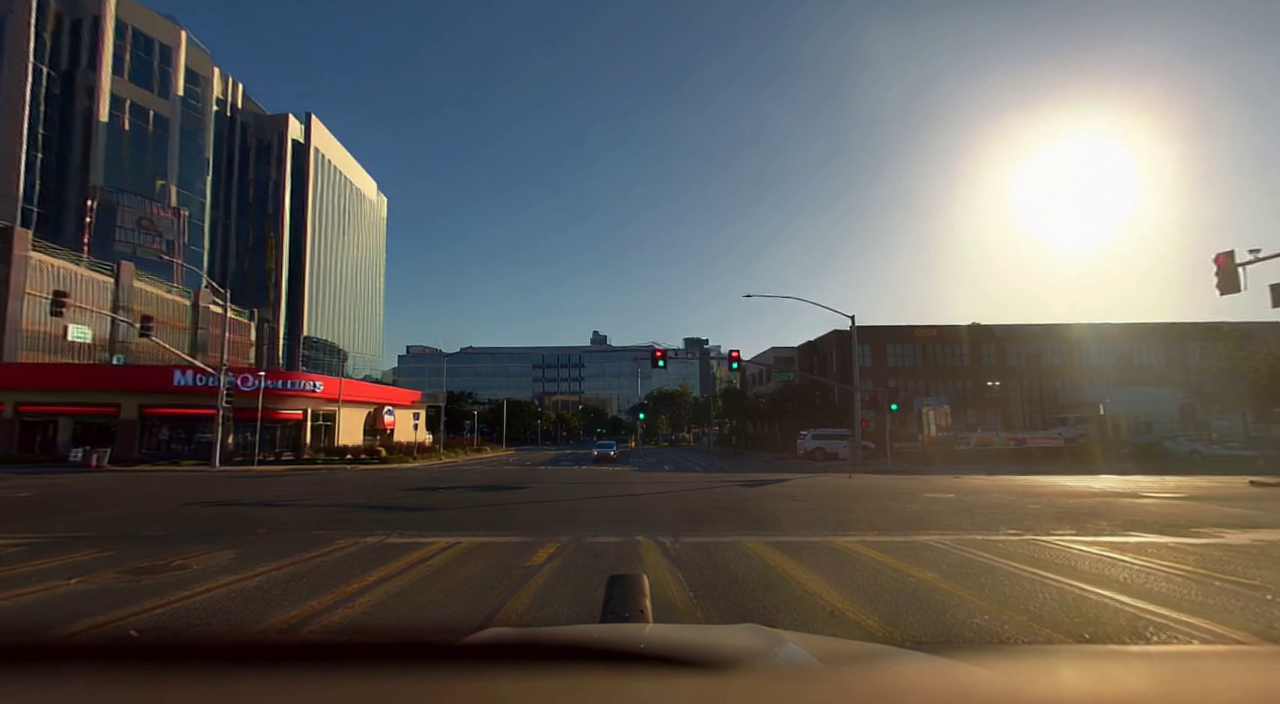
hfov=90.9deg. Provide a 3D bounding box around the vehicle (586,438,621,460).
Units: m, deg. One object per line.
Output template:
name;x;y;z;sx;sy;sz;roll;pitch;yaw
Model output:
vehicle;-2.512;6.783;44.113;2.104;1.468;4.195;0;-8;1
